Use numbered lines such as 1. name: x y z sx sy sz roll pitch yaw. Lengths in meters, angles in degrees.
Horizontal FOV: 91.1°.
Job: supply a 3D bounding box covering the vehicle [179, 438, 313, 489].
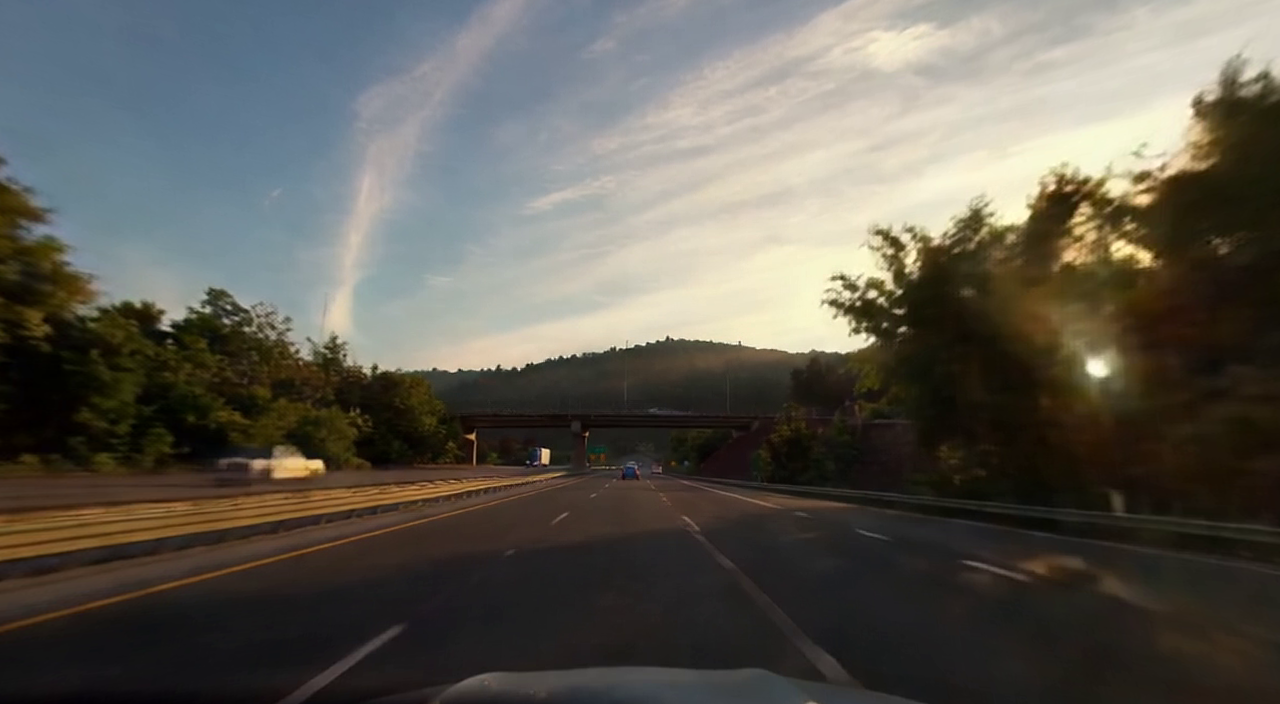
1. vehicle: -15.986 4.623 25.951 2.122 1.838 5.275 1 -11 -1
